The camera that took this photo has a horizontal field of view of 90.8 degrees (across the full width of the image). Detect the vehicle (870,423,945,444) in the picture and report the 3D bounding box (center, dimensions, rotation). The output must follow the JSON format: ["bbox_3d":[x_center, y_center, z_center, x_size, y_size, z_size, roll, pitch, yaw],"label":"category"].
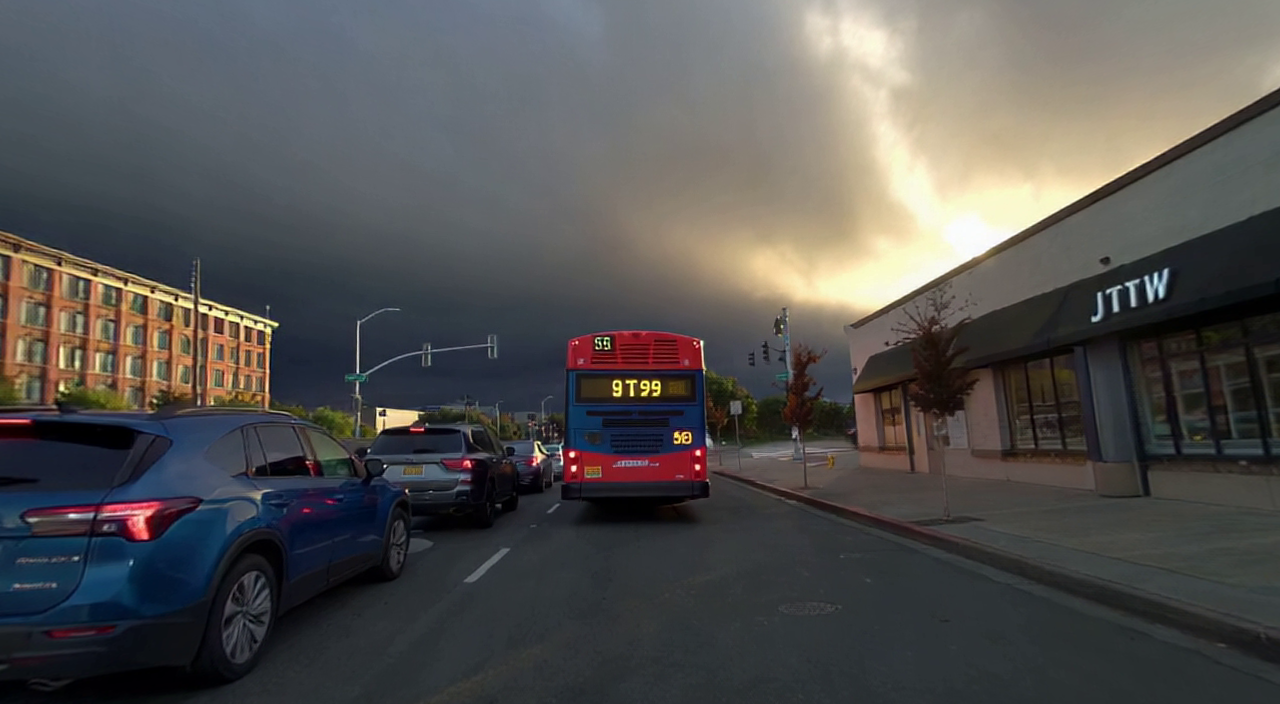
[{"bbox_3d":[19.940,6.095,47.198,4.827,1.555,1.863,1,-9,-6],"label":"vehicle"}]

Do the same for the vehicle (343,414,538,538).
[{"bbox_3d":[-3.343,2.196,11.779,2.096,1.828,4.669,0,-8,0],"label":"vehicle"}]

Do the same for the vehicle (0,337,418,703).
[{"bbox_3d":[-3.208,1.091,3.984,2.020,1.725,4.384,0,-8,0],"label":"vehicle"}]

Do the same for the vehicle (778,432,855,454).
[{"bbox_3d":[11.977,6.207,43.059,4.774,1.492,1.802,-1,-9,7],"label":"vehicle"}]

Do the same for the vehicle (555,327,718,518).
[{"bbox_3d":[-0.292,1.990,16.531,2.938,3.468,9.972,0,-8,-3],"label":"vehicle"}]
